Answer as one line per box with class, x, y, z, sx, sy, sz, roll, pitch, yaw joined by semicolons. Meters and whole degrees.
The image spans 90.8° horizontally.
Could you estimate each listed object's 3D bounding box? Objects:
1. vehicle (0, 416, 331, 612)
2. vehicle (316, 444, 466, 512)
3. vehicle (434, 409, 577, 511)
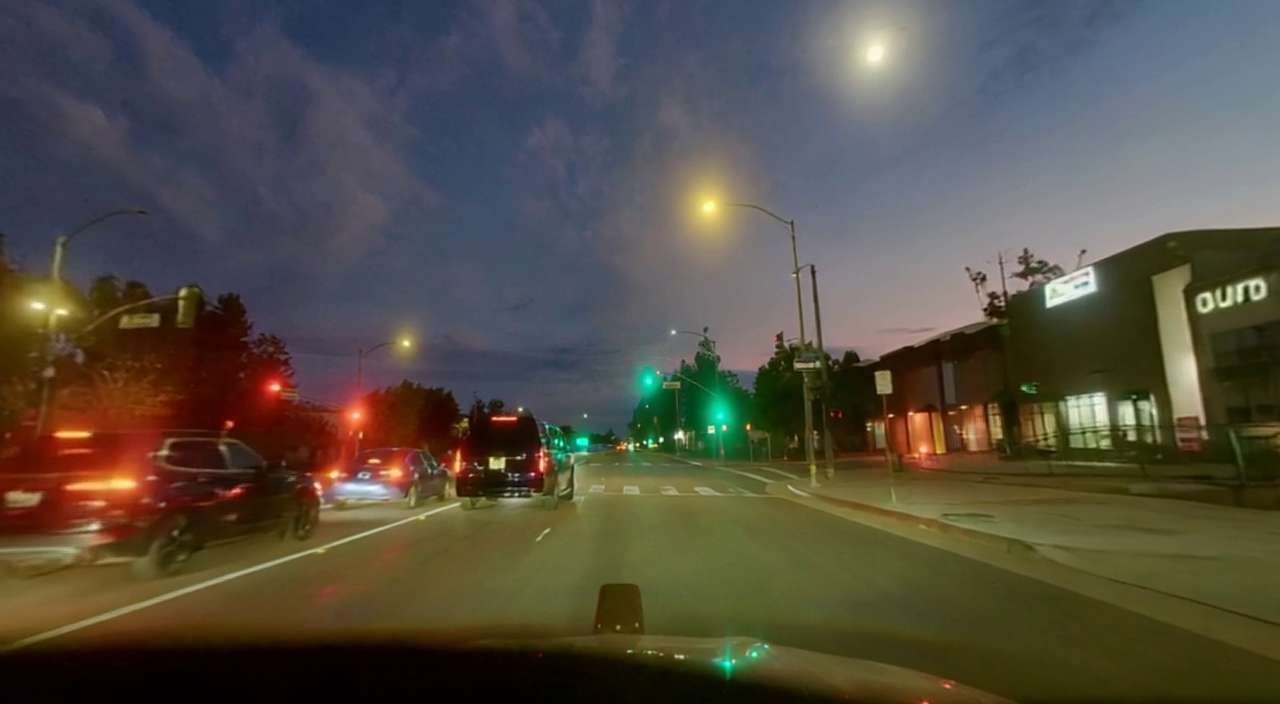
vehicle;-6.043;1.714;7.710;2.228;1.652;4.593;0;-8;-1
vehicle;-6.029;3.069;15.978;1.982;1.452;4.463;0;-8;0
vehicle;-3.143;2.711;16.309;2.496;2.155;5.468;0;-8;0
